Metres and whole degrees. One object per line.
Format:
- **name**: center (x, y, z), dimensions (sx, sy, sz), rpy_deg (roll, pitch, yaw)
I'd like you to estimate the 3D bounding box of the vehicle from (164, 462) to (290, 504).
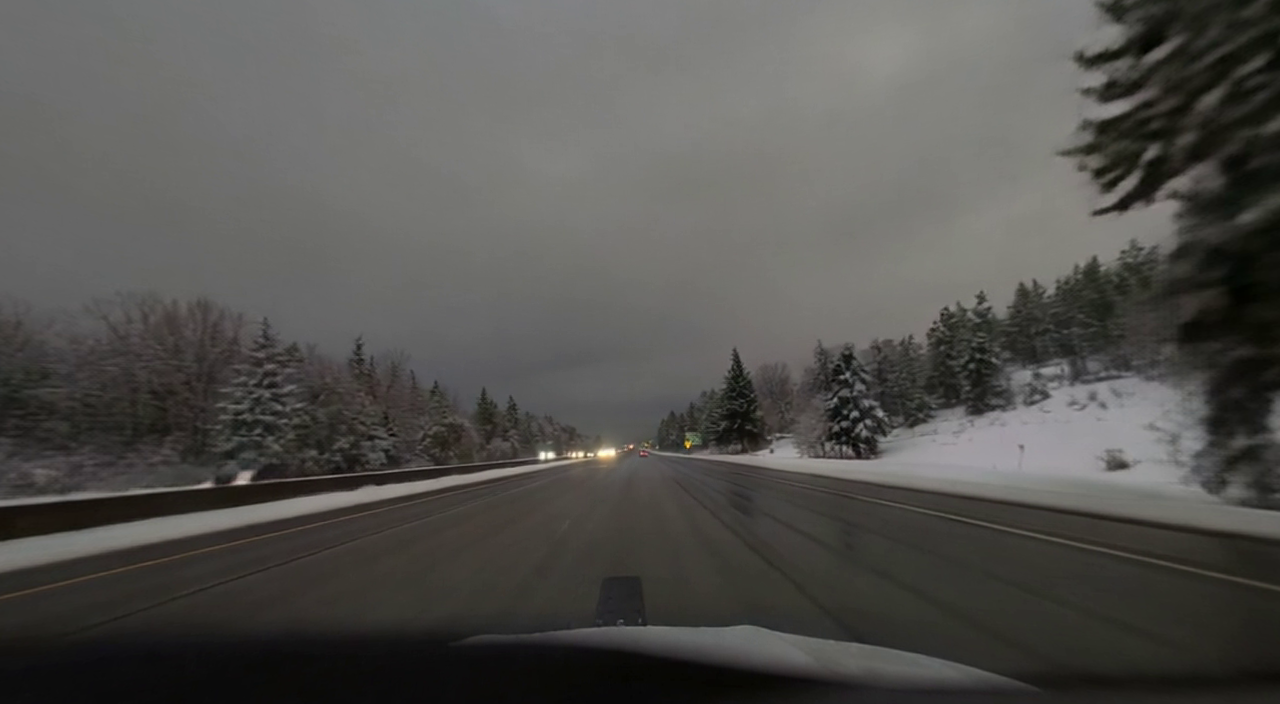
- **vehicle**: center (-16.206, 5.134, 25.080), dimensions (1.919, 1.429, 4.629), rpy_deg (0, -9, -1)
